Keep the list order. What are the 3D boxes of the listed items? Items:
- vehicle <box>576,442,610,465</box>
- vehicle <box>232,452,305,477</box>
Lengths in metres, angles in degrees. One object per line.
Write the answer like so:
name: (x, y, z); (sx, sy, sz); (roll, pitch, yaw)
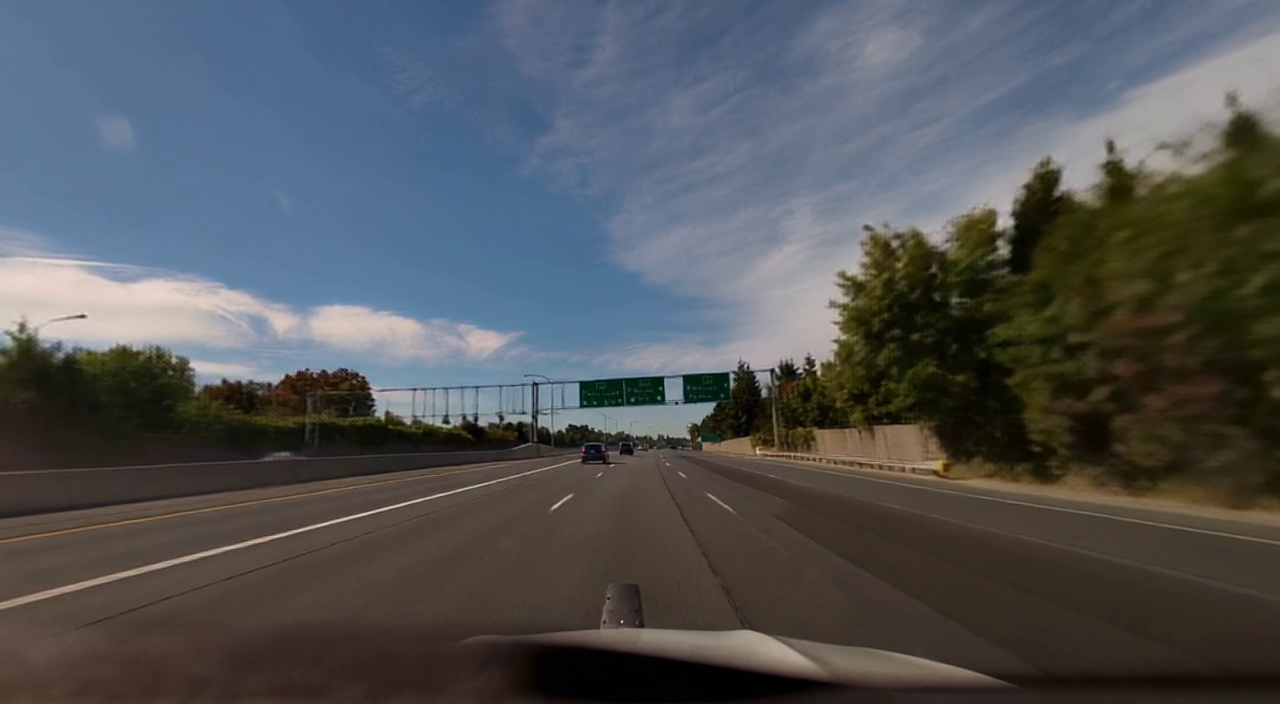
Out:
vehicle: (-3.282, 7.216, 44.813); (1.979, 1.521, 4.147); (0, -9, 1)
vehicle: (-23.180, 7.010, 39.568); (1.784, 1.468, 4.487); (0, -9, 1)
